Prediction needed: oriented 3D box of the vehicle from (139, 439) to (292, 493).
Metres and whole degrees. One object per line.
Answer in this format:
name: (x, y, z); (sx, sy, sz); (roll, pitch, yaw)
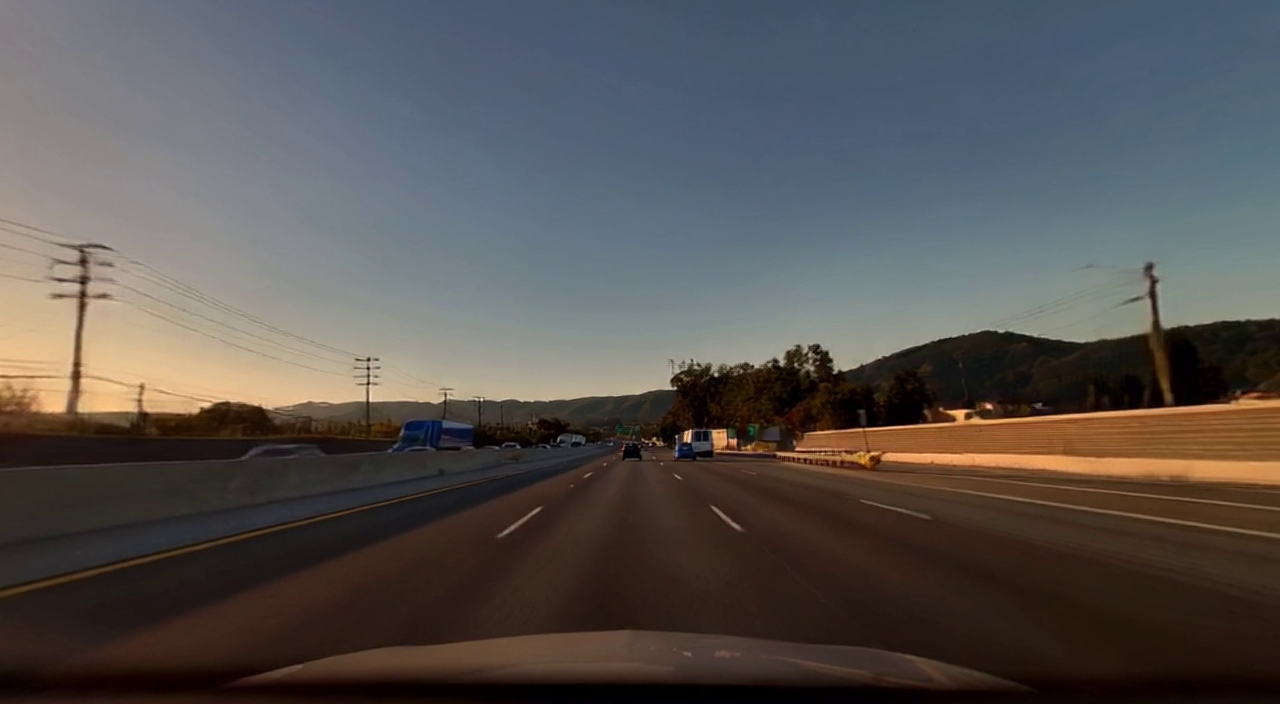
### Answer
vehicle: (-13.724, 3.700, 20.831); (1.968, 1.563, 4.376); (0, -9, 0)

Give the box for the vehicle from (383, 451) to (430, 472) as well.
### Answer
vehicle: (-17.680, 8.286, 48.027); (1.825, 1.456, 4.451); (0, -9, 0)

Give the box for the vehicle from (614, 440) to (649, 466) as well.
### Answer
vehicle: (-0.610, 7.140, 44.725); (2.325, 1.712, 4.592); (0, -9, -1)

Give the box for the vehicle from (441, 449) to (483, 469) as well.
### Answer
vehicle: (-13.935, 8.379, 49.609); (1.878, 1.462, 4.573); (0, -9, 1)

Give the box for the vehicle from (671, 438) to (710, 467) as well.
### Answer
vehicle: (3.226, 6.568, 41.340); (2.036, 1.796, 4.470); (0, -9, -2)
